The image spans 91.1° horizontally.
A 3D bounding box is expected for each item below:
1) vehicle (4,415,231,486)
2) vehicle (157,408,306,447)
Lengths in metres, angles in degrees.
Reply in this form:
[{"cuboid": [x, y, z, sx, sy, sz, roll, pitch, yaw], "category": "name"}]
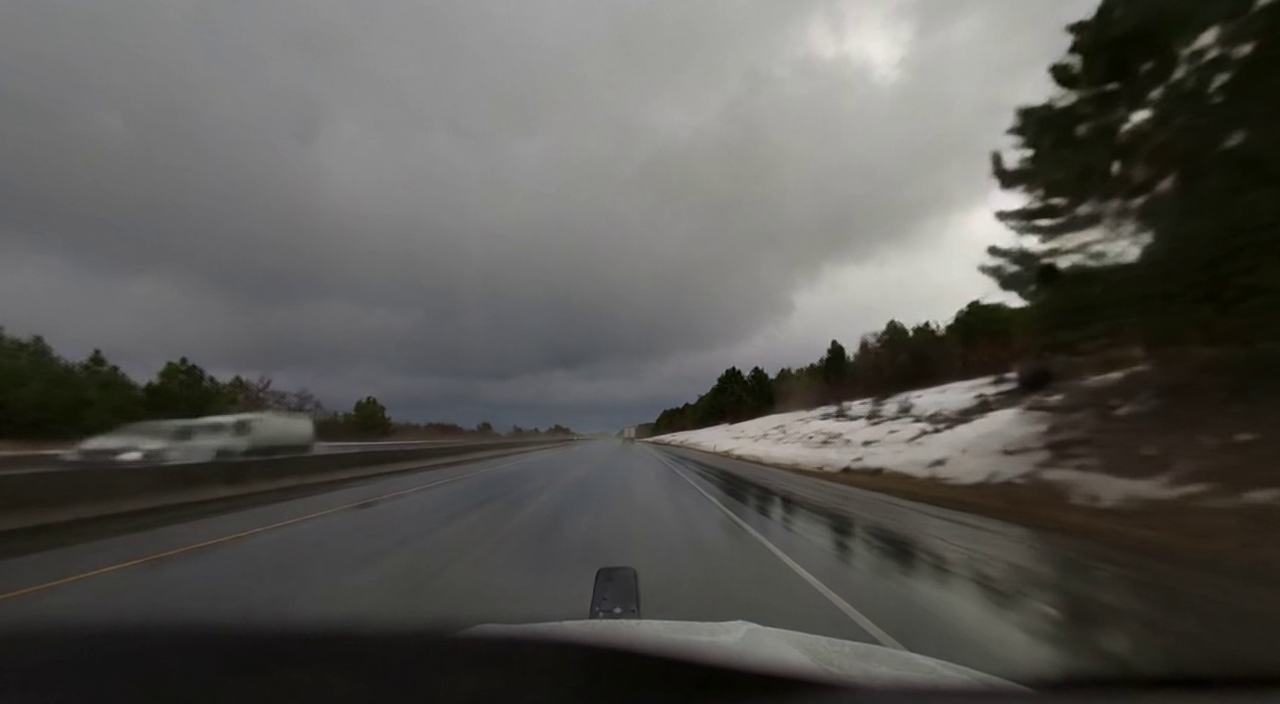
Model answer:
[{"cuboid": [-14.508, 2.757, 17.978, 2.449, 1.764, 4.695, 0, -8, -1], "category": "vehicle"}, {"cuboid": [-14.618, 2.802, 22.981, 2.098, 1.266, 5.061, 0, -8, 0], "category": "vehicle"}]
